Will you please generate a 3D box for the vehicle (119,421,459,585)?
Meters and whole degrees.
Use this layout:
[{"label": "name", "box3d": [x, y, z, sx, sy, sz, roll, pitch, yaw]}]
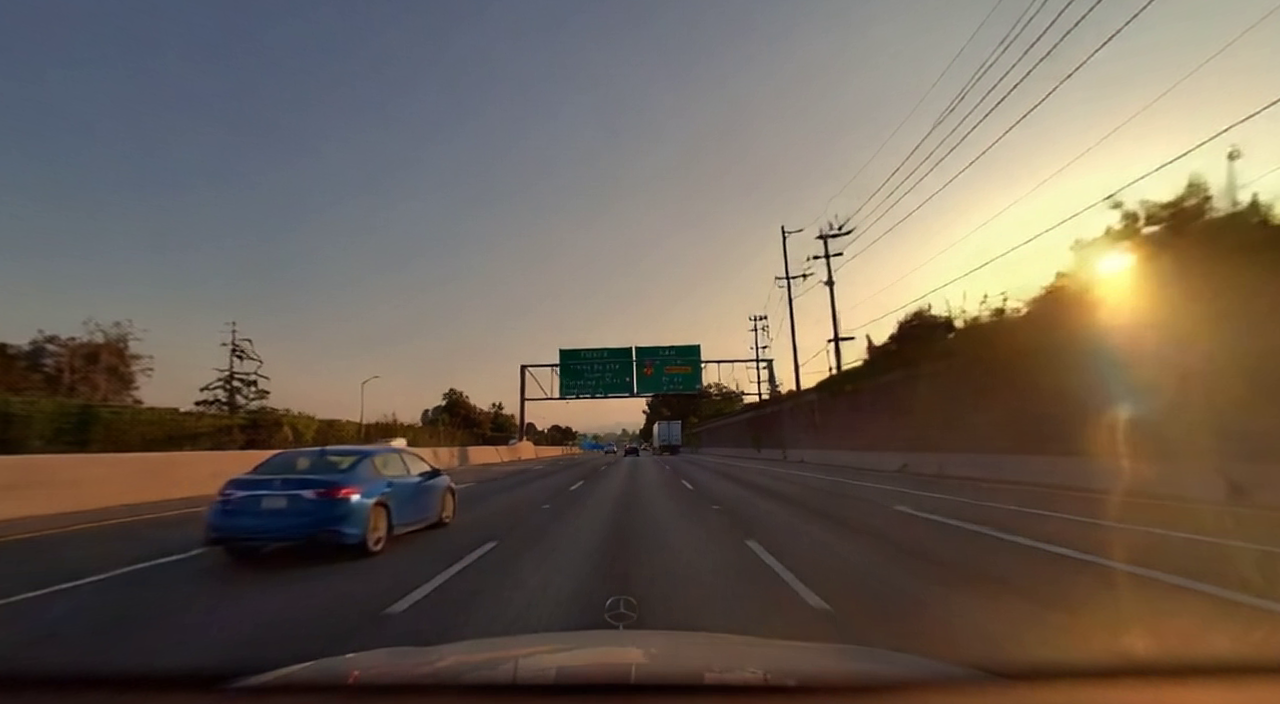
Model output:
[{"label": "vehicle", "box3d": [-3.978, 1.774, 8.217, 2.009, 1.533, 4.175, -1, -9, 0]}]
